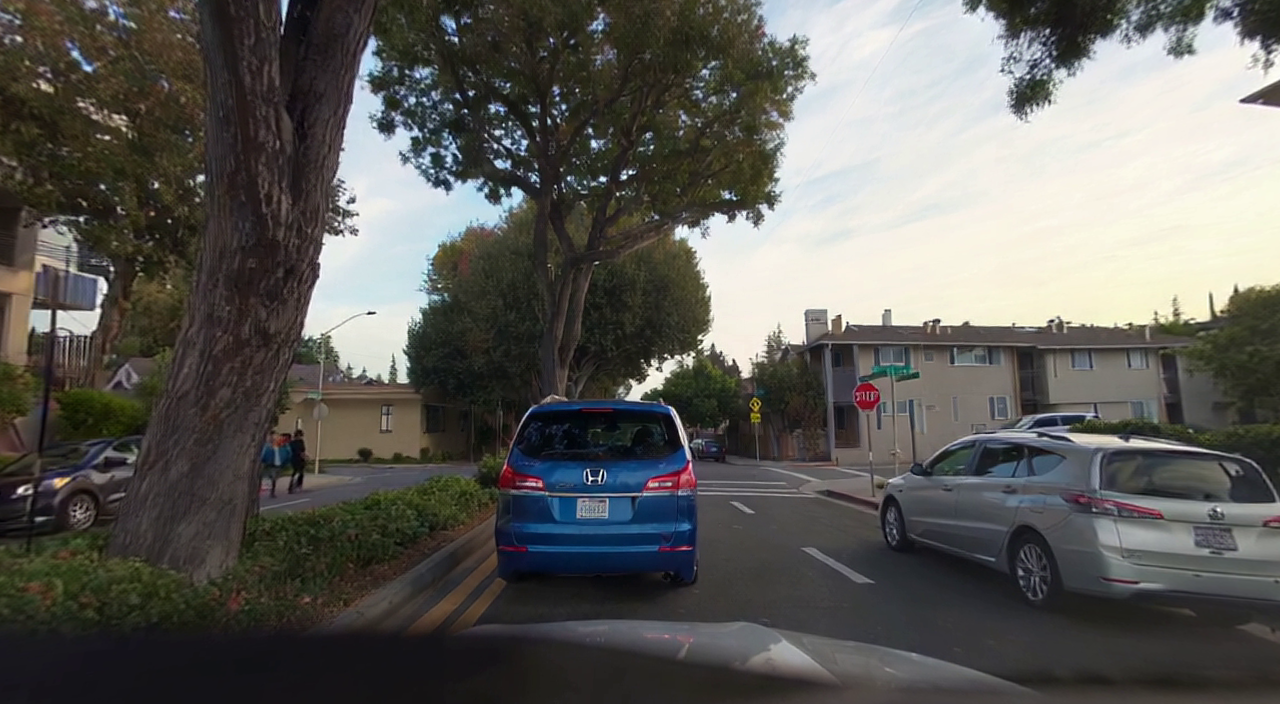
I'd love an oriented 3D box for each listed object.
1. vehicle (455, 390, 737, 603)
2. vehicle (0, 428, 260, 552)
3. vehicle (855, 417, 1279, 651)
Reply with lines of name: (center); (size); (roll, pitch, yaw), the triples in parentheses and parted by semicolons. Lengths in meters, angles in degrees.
vehicle: (-0.388, 1.570, 7.739); (2.377, 1.787, 4.652); (0, -8, -1)
vehicle: (-8.293, 2.021, 10.058); (1.825, 1.532, 4.083); (-3, -7, 2)
vehicle: (4.217, 1.681, 6.910); (1.959, 1.581, 4.731); (4, -9, -2)
